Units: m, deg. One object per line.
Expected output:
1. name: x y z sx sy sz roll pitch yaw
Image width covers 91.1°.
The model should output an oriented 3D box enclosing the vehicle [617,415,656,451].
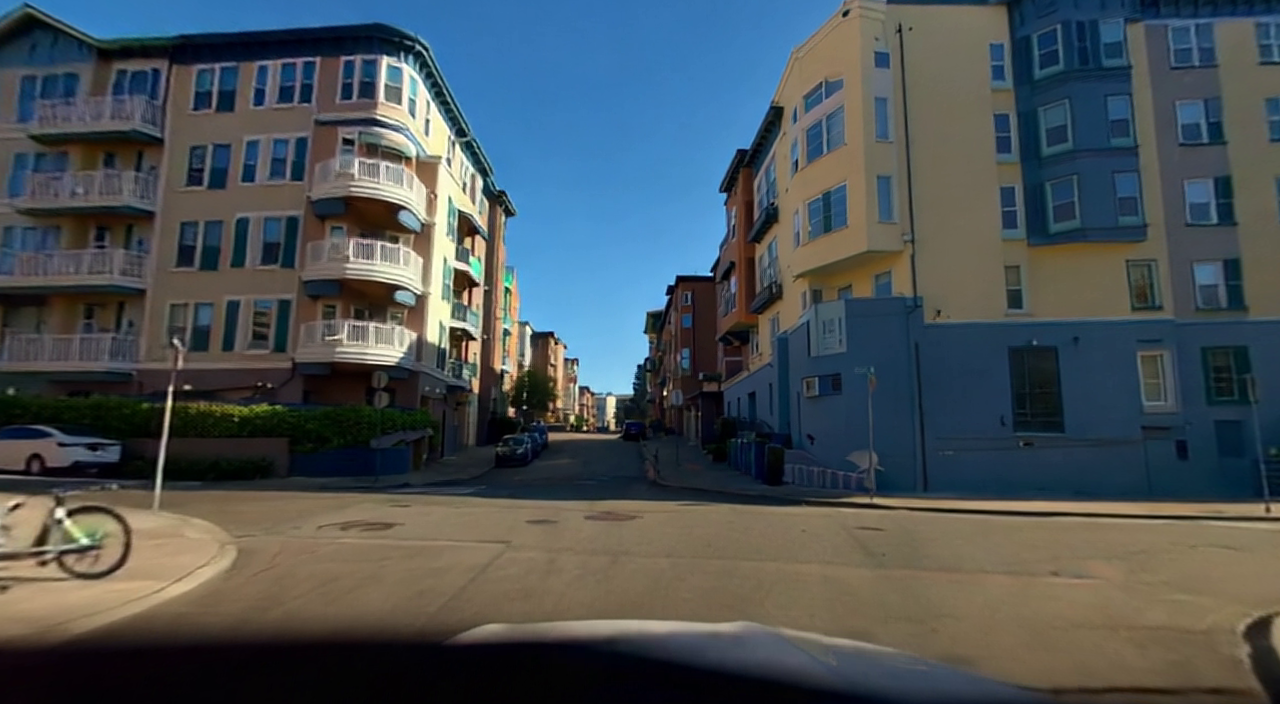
1. vehicle: -0.291 5.031 39.098 2.072 2.074 4.358 1 -7 -5

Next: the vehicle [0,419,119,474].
1. vehicle: -18.553 3.009 19.730 2.924 1.591 1.756 -2 -12 13

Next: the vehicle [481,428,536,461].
1. vehicle: -6.121 4.348 29.654 1.897 1.431 3.741 0 -7 -2

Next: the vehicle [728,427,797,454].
1. vehicle: 6.661 4.849 34.388 3.404 1.431 1.641 0 -7 -3
